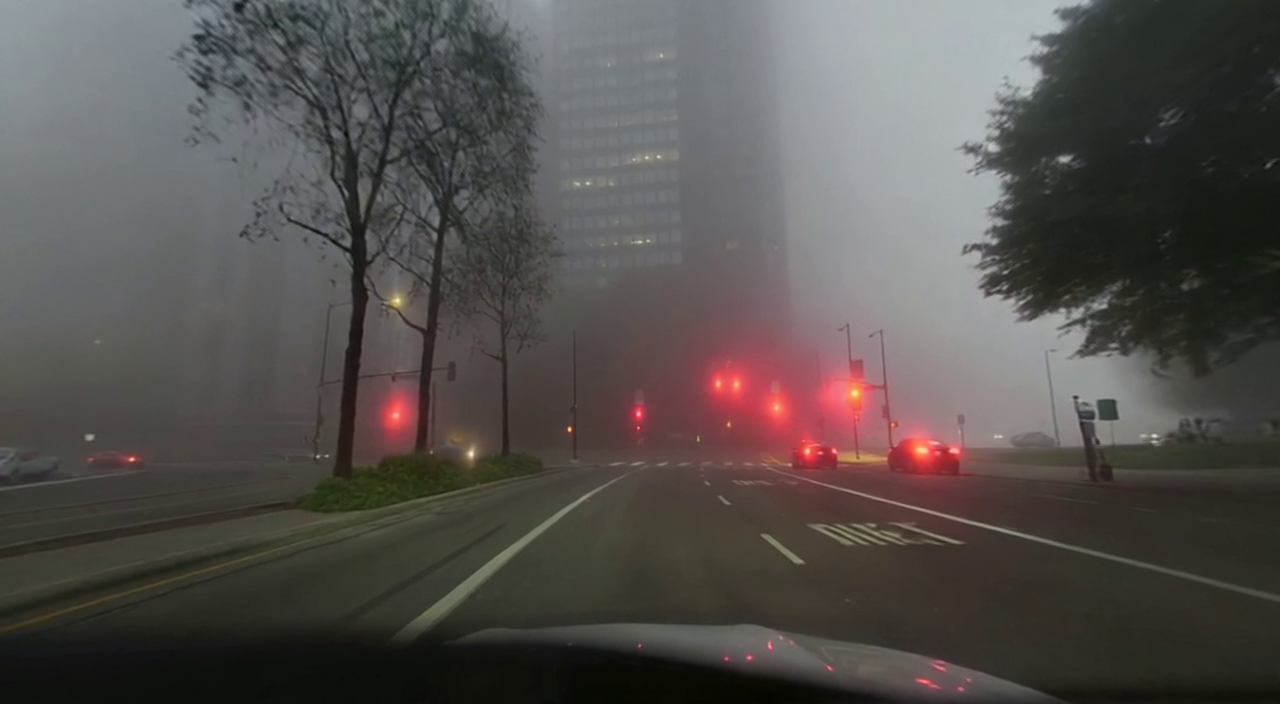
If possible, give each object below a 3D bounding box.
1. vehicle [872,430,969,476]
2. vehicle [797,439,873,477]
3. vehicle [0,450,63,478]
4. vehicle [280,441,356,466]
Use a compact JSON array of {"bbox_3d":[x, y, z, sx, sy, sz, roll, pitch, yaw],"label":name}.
[{"bbox_3d":[11.919,4.336,27.274,2.027,1.810,4.854,0,-9,1],"label":"vehicle"},{"bbox_3d":[8.361,4.570,27.615,1.936,1.489,4.885,-1,-9,2],"label":"vehicle"},{"bbox_3d":[-34.672,6.099,34.470,4.417,1.448,1.907,0,-9,0],"label":"vehicle"},{"bbox_3d":[-25.027,7.900,49.213,4.779,1.910,2.125,-1,-9,7],"label":"vehicle"}]
